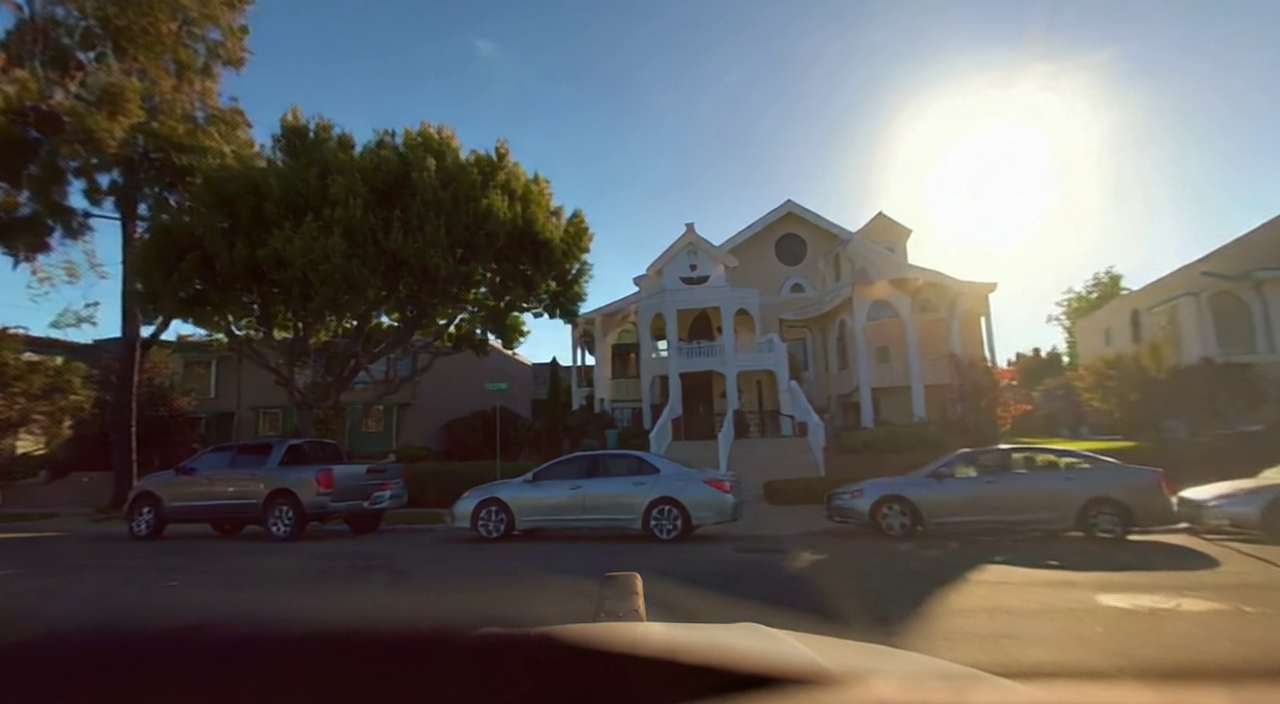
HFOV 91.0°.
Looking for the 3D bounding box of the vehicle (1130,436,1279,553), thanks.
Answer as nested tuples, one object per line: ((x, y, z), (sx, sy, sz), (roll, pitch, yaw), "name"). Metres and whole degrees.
((10.173, 1.987, 8.923), (4.785, 1.471, 1.798), (0, -8, 4), "vehicle")

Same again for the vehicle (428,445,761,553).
((-0.627, 2.311, 10.388), (5.075, 1.436, 1.863), (0, -8, 8), "vehicle")

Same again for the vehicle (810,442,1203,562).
((5.051, 2.110, 9.387), (4.663, 1.452, 1.801), (0, -8, 9), "vehicle")

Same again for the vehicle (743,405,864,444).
((6.579, 2.972, 25.795), (4.565, 1.479, 1.775), (0, -8, 7), "vehicle")

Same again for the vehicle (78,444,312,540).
((-9.120, 2.823, 13.429), (1.827, 1.648, 4.030), (-1, -8, 4), "vehicle")

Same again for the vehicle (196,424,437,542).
((-6.299, 2.542, 13.079), (2.046, 1.969, 4.585), (-2, -8, 9), "vehicle")
